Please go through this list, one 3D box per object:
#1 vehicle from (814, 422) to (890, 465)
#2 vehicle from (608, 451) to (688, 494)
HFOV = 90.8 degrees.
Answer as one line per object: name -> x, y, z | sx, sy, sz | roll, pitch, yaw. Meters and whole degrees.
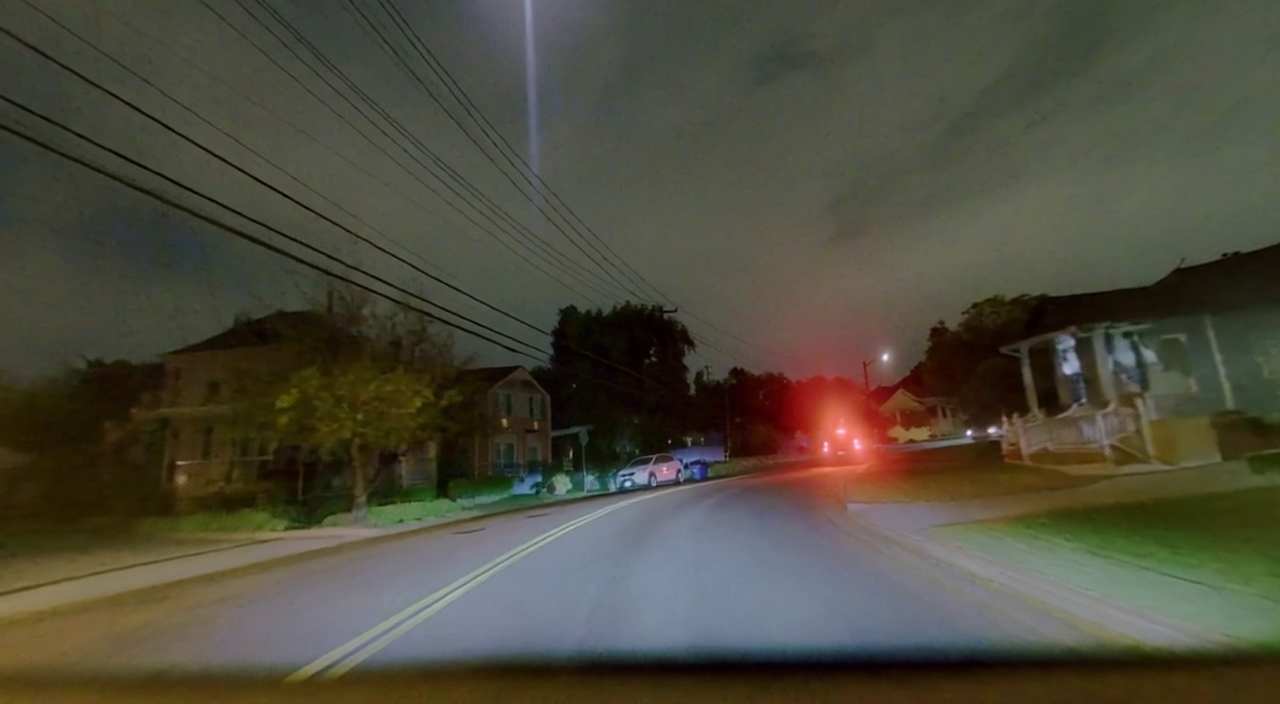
vehicle -> 10.707, 4.590, 31.657 | 2.086, 1.974, 4.890 | -6, -11, 36
vehicle -> 0.508, 6.054, 32.139 | 2.039, 1.949, 4.511 | -5, -10, 31
